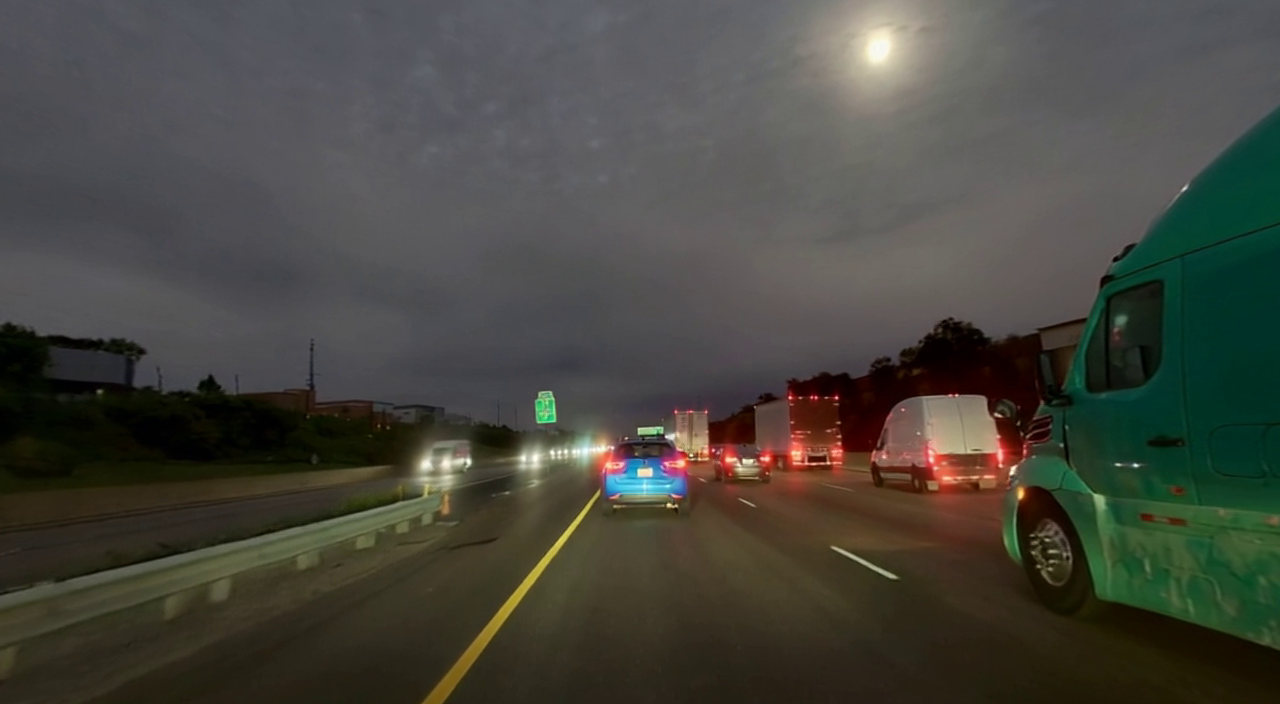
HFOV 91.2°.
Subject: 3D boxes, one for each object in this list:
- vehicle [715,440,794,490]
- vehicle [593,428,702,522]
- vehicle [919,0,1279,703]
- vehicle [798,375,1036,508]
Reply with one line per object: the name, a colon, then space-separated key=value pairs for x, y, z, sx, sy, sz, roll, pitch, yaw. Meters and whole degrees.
vehicle: x=3.806 y=3.818 z=21.471 sx=1.859 sy=1.512 sz=3.711 roll=0 pitch=-9 yaw=-2
vehicle: x=0.140 y=2.486 z=13.082 sx=1.965 sy=1.664 sz=3.428 roll=0 pitch=-9 yaw=0
vehicle: x=4.186 y=-0.030 z=2.801 sx=2.987 sy=3.877 sz=5.881 roll=0 pitch=-9 yaw=0
vehicle: x=8.007 y=2.953 z=20.438 sx=2.799 sy=3.188 sz=10.578 roll=0 pitch=-9 yaw=-1
